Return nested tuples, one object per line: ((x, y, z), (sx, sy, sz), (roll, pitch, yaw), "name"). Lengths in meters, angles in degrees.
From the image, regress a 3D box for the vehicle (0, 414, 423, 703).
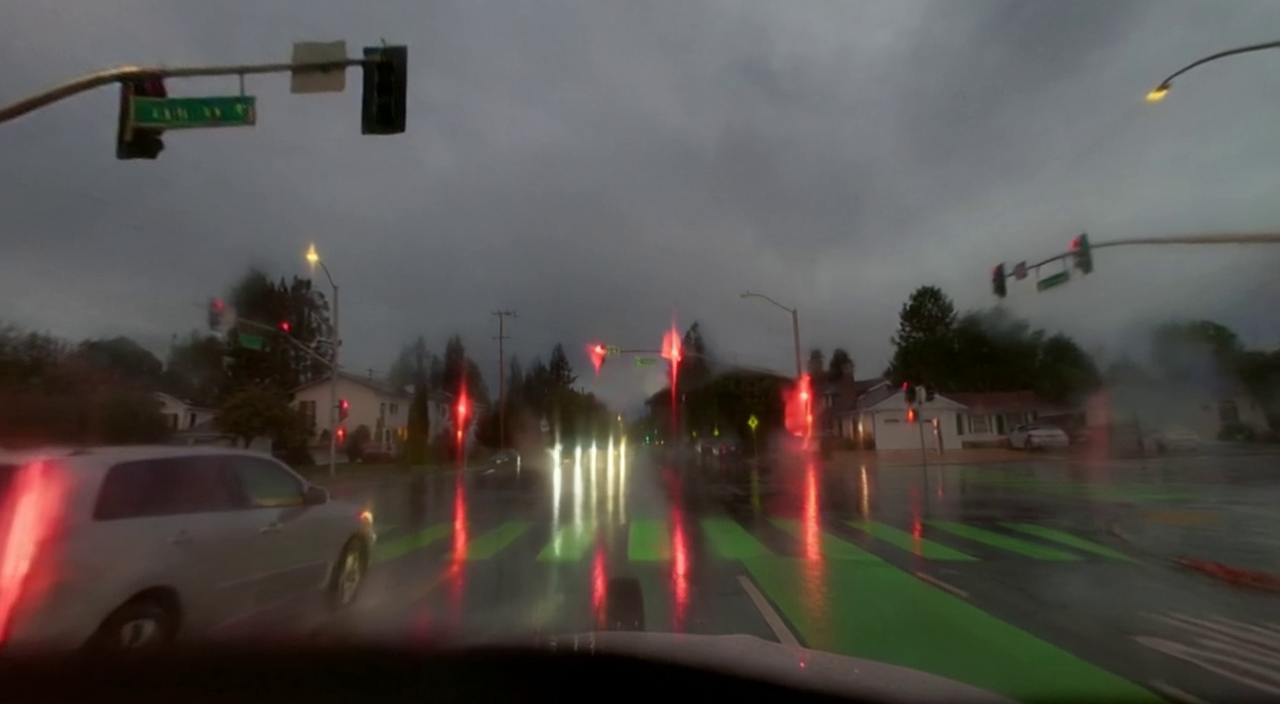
((-3.371, 1.296, 4.408), (1.904, 1.489, 4.746), (-1, -8, 1), "vehicle")

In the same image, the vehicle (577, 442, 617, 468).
((-2.596, 6.363, 38.964), (1.982, 1.472, 4.103), (-1, -8, 3), "vehicle")

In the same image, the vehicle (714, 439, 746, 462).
((6.613, 7.316, 46.723), (1.891, 1.584, 3.802), (-1, -8, 2), "vehicle")

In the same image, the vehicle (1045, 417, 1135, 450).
((26.698, 4.931, 37.559), (2.033, 1.821, 4.542), (-1, -8, 2), "vehicle")

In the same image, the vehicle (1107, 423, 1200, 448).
((30.507, 5.018, 37.600), (1.837, 1.396, 4.695), (-1, -8, 3), "vehicle")

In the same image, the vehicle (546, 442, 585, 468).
((-5.187, 7.268, 44.539), (1.982, 1.686, 4.195), (-1, -8, 4), "vehicle")

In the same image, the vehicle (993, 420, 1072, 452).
((23.529, 5.114, 37.932), (1.964, 1.759, 4.583), (-1, -8, 3), "vehicle")
